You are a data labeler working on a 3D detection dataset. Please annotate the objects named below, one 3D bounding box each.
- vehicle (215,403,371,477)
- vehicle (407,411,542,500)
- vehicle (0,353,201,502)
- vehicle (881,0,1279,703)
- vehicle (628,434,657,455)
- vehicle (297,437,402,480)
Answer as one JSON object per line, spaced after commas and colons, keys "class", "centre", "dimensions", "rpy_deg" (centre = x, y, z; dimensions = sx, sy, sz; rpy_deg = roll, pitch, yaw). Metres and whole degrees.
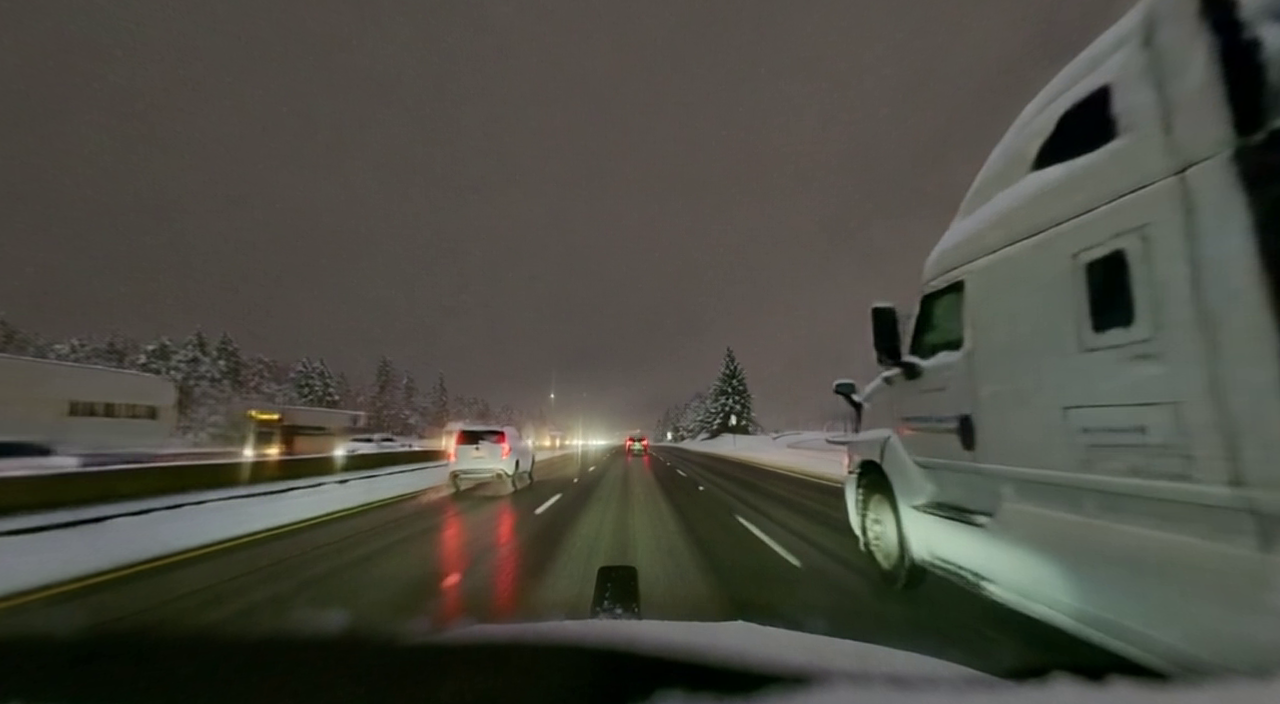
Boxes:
{"class": "vehicle", "centre": [-19.522, 5.102, 36.606], "dimensions": [3.025, 3.610, 10.687], "rpy_deg": [0, -8, 0]}
{"class": "vehicle", "centre": [-3.949, 2.552, 15.992], "dimensions": [2.115, 1.887, 4.721], "rpy_deg": [0, -8, 0]}
{"class": "vehicle", "centre": [-19.557, 2.206, 18.203], "dimensions": [3.167, 4.158, 14.825], "rpy_deg": [0, -8, -1]}
{"class": "vehicle", "centre": [3.663, -0.411, 2.453], "dimensions": [3.024, 4.287, 5.601], "rpy_deg": [0, -7, -1]}
{"class": "vehicle", "centre": [0.155, 7.026, 48.012], "dimensions": [2.051, 1.528, 4.265], "rpy_deg": [0, -8, -1]}
{"class": "vehicle", "centre": [-11.428, 4.177, 25.162], "dimensions": [1.957, 1.555, 4.700], "rpy_deg": [0, -8, 0]}
